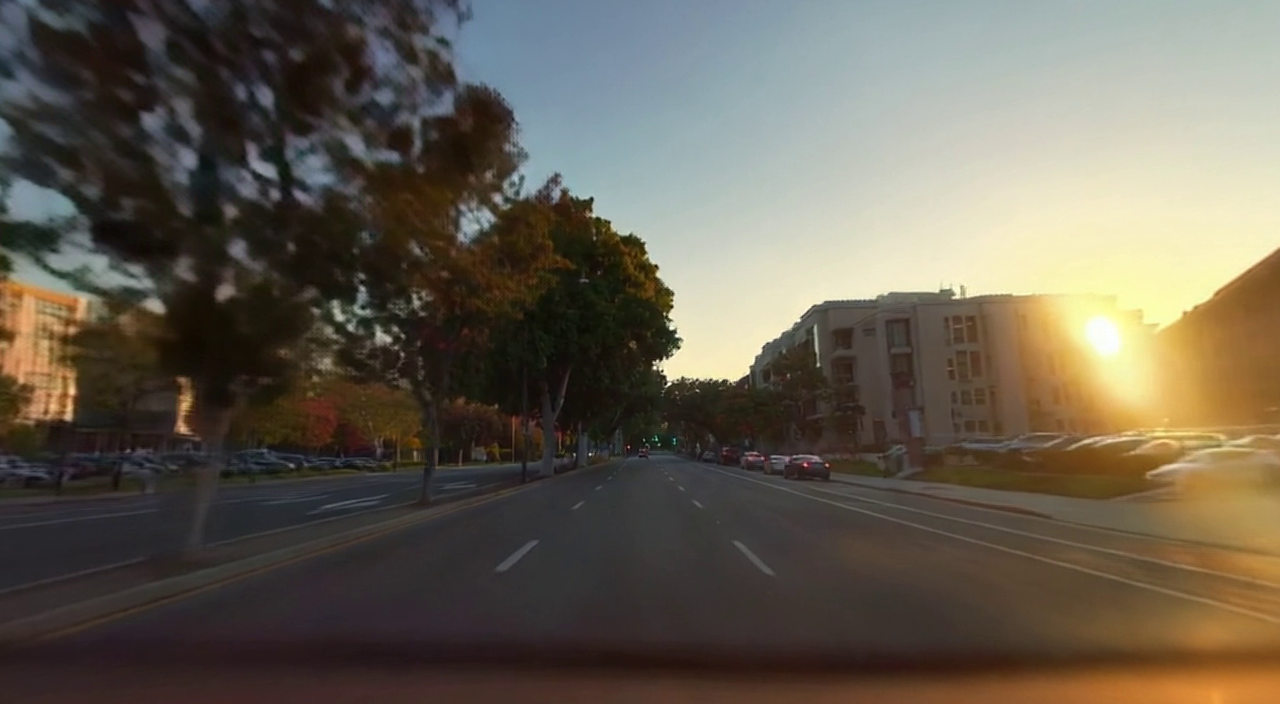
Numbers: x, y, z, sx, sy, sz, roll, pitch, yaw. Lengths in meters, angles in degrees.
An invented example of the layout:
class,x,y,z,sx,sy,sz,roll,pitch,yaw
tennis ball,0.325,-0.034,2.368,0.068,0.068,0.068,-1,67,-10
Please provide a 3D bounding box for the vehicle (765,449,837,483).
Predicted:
class,x,y,z,sx,sy,sz,roll,pitch,yaw
vehicle,7.575,5.400,30.214,2.066,1.451,4.783,0,-9,-2
